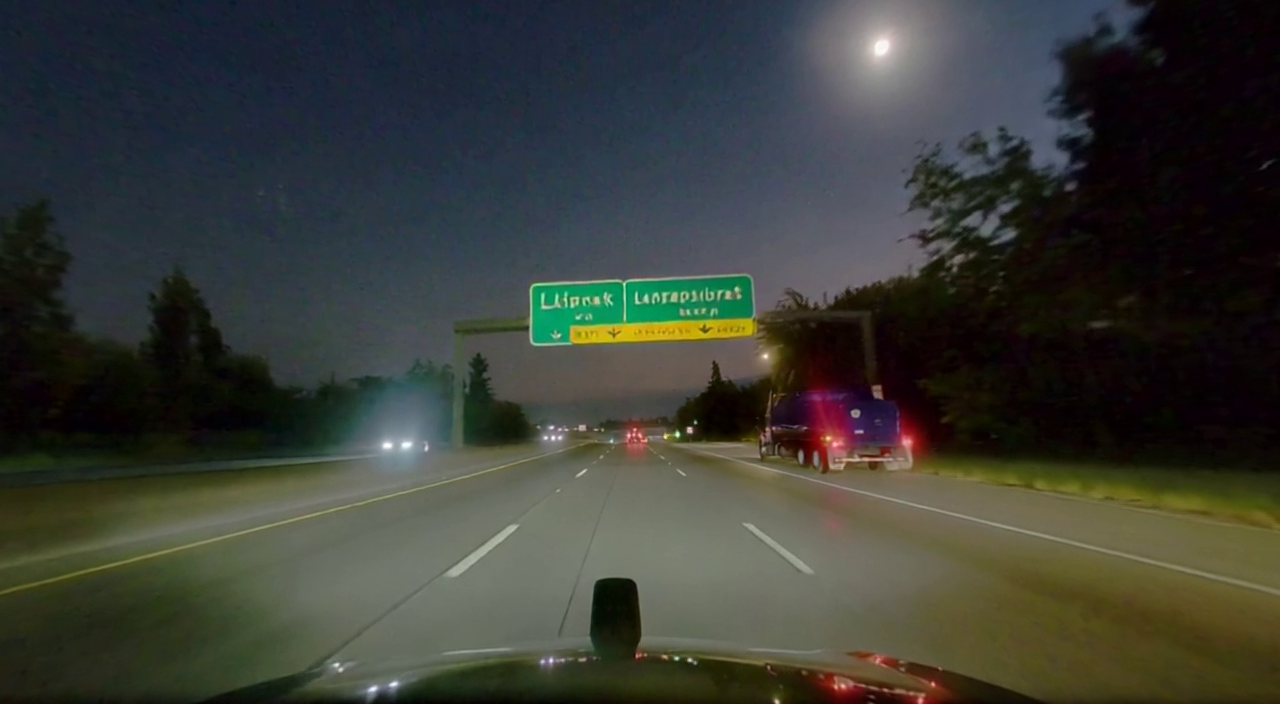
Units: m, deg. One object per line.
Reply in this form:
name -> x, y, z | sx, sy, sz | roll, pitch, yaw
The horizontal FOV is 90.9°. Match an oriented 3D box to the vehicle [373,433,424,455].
vehicle -> -17.771, 6.744, 46.498 | 1.952, 1.511, 4.682 | 0, -8, -1
